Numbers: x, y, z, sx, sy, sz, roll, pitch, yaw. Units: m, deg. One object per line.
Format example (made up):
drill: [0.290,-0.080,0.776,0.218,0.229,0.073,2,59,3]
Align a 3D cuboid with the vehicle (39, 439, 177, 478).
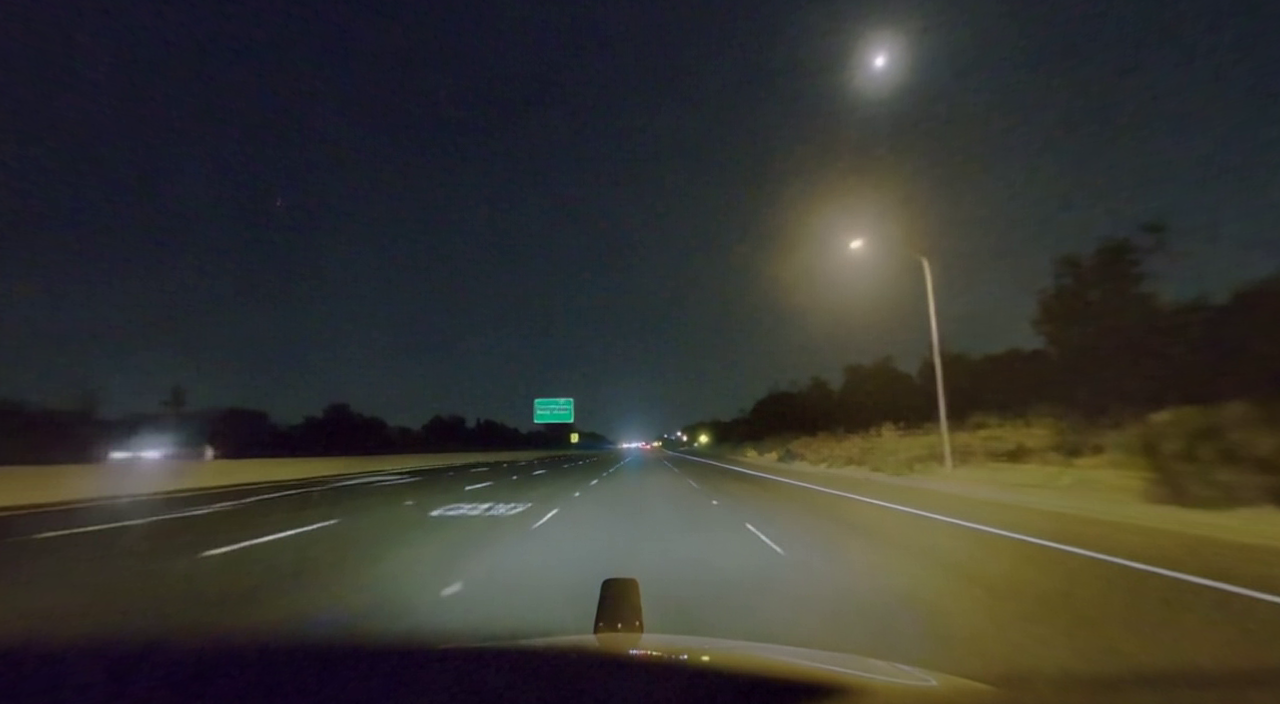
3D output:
vehicle: [-24.354,4.871,29.222,2.041,1.643,4.897,0,-8,1]
